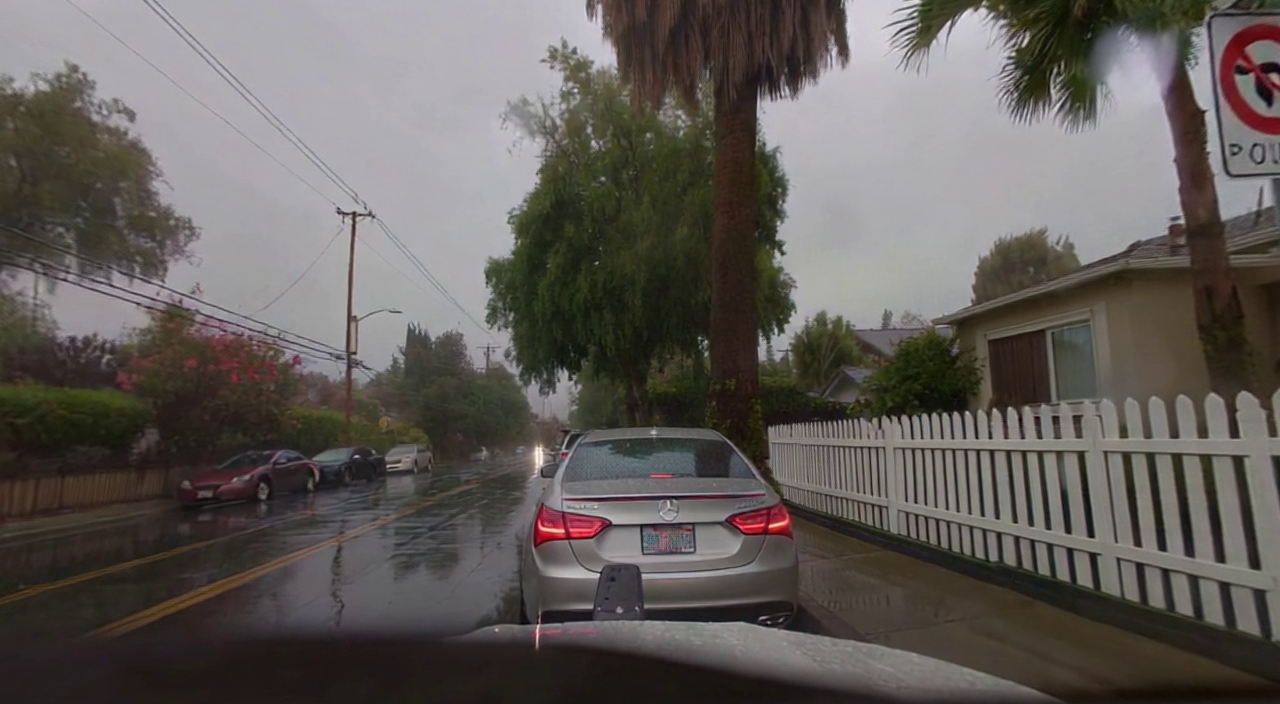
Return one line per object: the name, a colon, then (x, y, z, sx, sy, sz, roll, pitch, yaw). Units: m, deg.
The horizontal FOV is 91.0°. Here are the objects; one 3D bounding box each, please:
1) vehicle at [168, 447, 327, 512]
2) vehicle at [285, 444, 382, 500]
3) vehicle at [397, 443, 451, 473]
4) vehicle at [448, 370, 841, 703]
vehicle: (-11.392, 3.661, 18.797, 2.017, 1.627, 5.039, 1, -8, -7)
vehicle: (-12.140, 4.712, 25.308, 2.048, 1.485, 4.757, -4, -4, -8)
vehicle: (-13.169, 6.470, 38.708, 2.060, 1.689, 4.999, 1, -8, -7)
vehicle: (-0.137, 1.220, 5.000, 1.894, 1.695, 3.795, 1, -8, -6)
